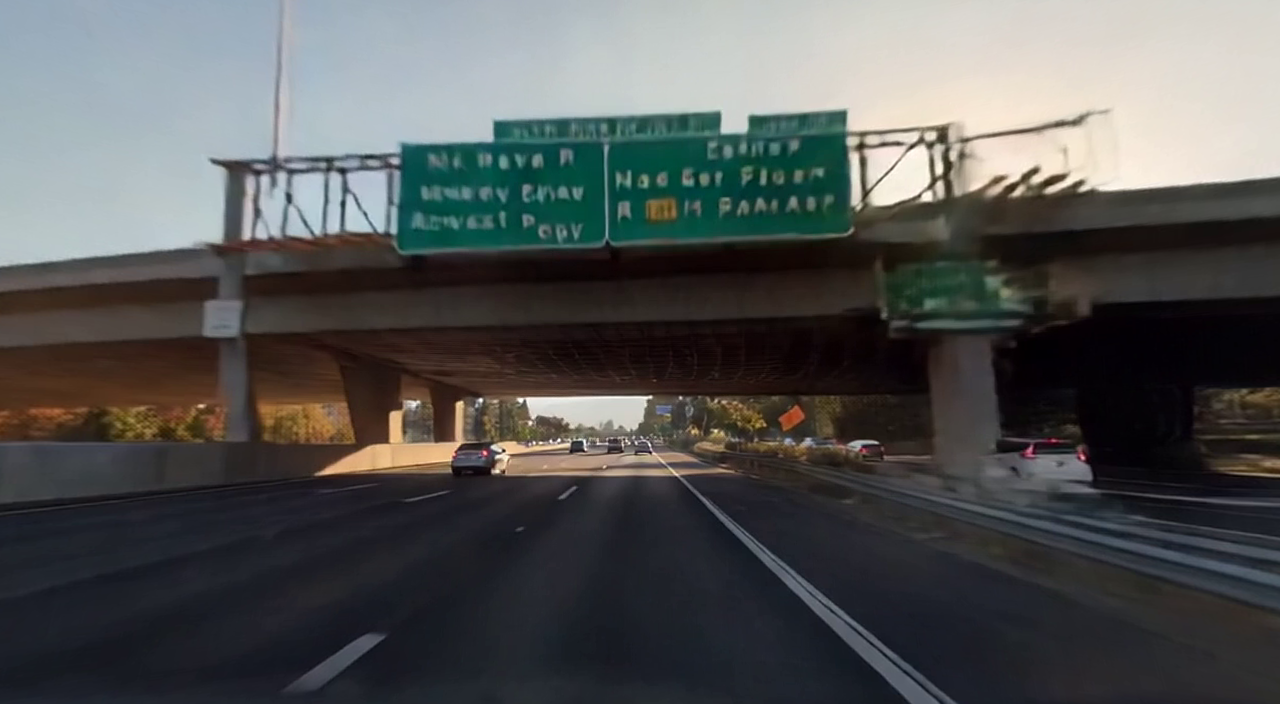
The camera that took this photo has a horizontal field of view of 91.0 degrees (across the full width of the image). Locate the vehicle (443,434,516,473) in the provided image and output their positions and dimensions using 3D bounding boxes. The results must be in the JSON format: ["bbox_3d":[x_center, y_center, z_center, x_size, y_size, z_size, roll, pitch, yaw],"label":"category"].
[{"bbox_3d":[-6.783,4.340,27.120,1.985,1.513,4.172,0,-8,1],"label":"vehicle"}]

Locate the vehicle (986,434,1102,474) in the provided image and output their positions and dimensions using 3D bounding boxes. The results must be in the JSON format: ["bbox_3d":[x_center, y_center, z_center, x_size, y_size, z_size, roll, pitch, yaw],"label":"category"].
[{"bbox_3d":[17.384,4.400,27.422,1.884,1.567,4.692,0,-8,-1],"label":"vehicle"}]

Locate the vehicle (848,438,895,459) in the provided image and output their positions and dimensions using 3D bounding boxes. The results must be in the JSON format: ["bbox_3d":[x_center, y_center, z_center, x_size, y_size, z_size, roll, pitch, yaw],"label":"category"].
[{"bbox_3d":[18.227,7.594,49.787,1.989,1.529,4.791,0,-8,1],"label":"vehicle"}]
